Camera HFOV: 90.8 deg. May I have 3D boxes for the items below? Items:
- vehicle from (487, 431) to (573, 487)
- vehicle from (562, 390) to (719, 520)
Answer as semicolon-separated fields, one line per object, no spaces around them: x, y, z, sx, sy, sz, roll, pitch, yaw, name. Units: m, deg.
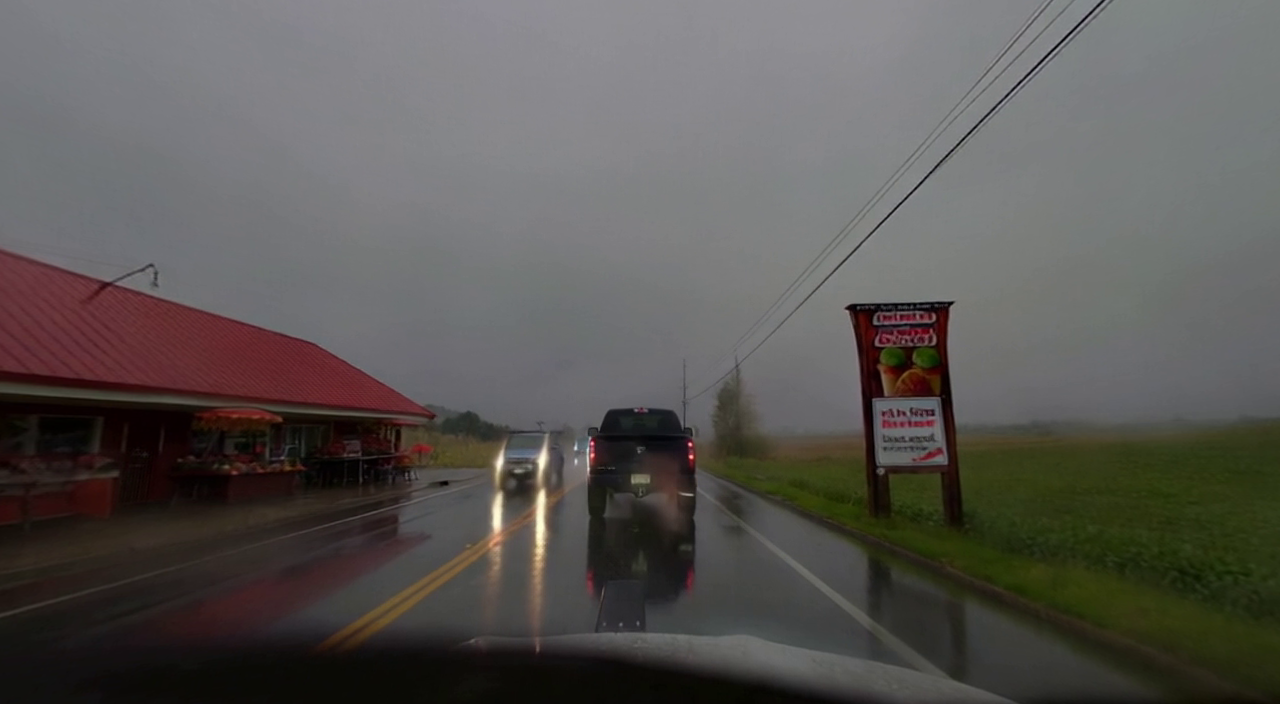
-3.932;3.923;23.452;2.341;1.726;4.579;-3;-8;0;vehicle
-0.064;2.206;13.883;2.693;2.223;5.885;0;-8;-2;vehicle
